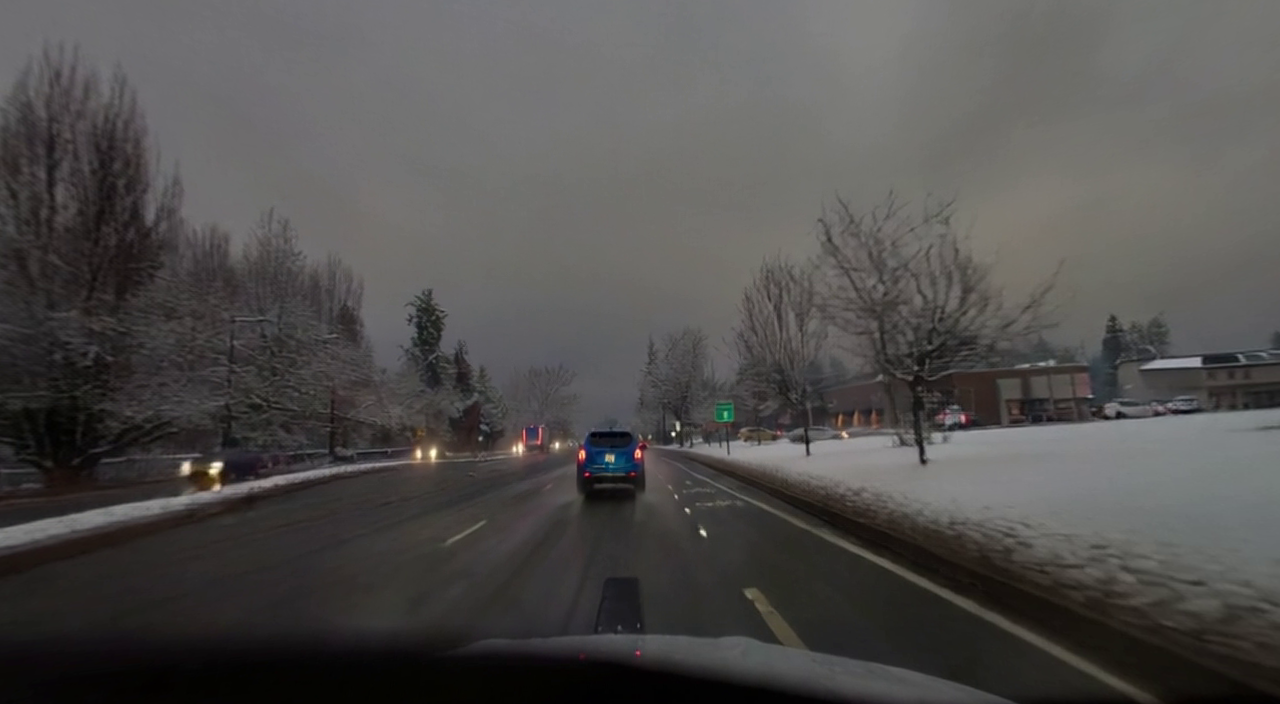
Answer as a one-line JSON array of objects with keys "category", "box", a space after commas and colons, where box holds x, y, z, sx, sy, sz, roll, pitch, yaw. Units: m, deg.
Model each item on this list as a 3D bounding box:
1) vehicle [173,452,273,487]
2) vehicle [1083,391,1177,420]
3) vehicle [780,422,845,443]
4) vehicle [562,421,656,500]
[{"category": "vehicle", "box": [-19.341, 5.450, 29.591, 1.945, 1.444, 4.406, 1, -8, -4]}, {"category": "vehicle", "box": [32.515, 3.633, 42.077, 1.851, 1.595, 4.463, 4, -10, -28]}, {"category": "vehicle", "box": [12.482, 5.853, 45.845, 4.204, 1.486, 1.781, 0, -8, -1]}, {"category": "vehicle", "box": [-0.735, 2.769, 16.501, 2.131, 1.761, 4.242, 0, -8, -1]}]
